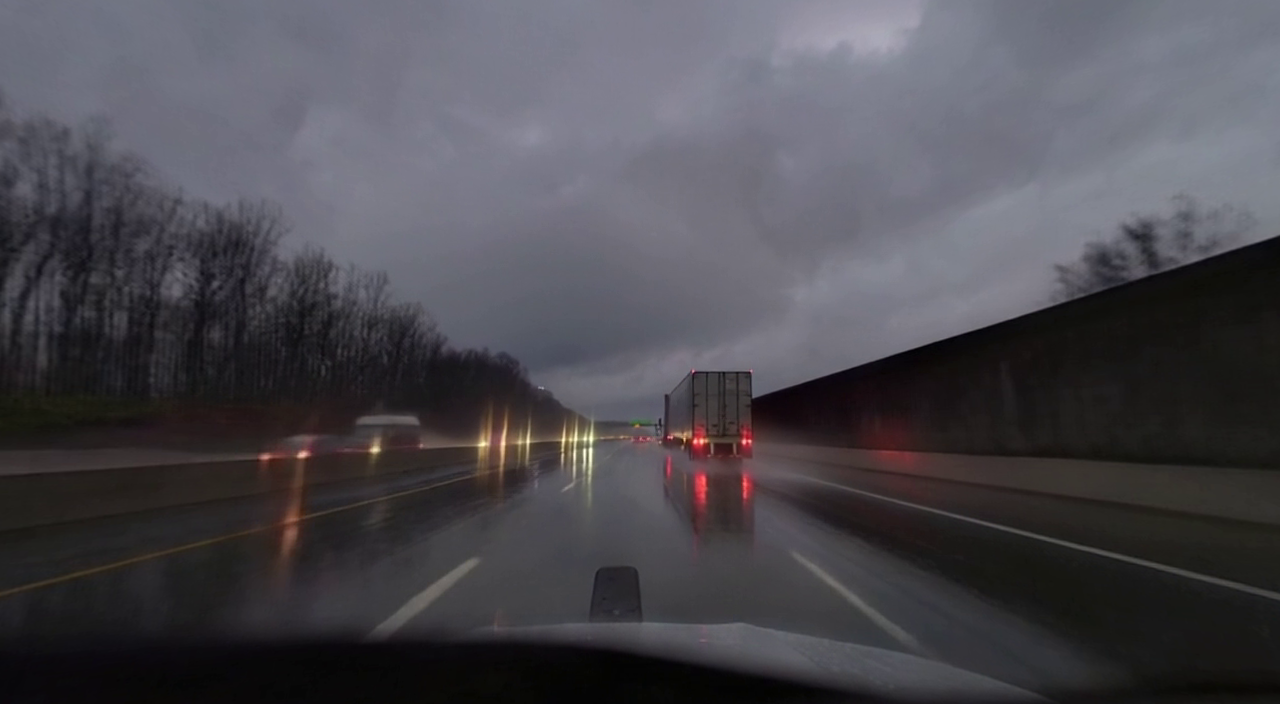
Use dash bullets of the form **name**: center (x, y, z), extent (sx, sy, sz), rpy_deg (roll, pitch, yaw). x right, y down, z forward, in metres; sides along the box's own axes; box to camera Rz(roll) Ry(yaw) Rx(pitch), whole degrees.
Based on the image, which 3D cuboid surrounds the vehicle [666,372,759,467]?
- **vehicle**: center (3.480, 3.941, 35.269), extent (2.979, 4.161, 15.508), rpy_deg (1, -7, -2)

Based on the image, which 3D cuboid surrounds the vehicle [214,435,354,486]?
- **vehicle**: center (-12.002, 3.640, 21.688), extent (1.933, 1.543, 4.960), rpy_deg (0, -8, 0)

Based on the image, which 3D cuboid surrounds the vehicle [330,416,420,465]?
- **vehicle**: center (-15.741, 5.326, 37.944), extent (2.333, 2.686, 7.040), rpy_deg (0, -8, 0)
